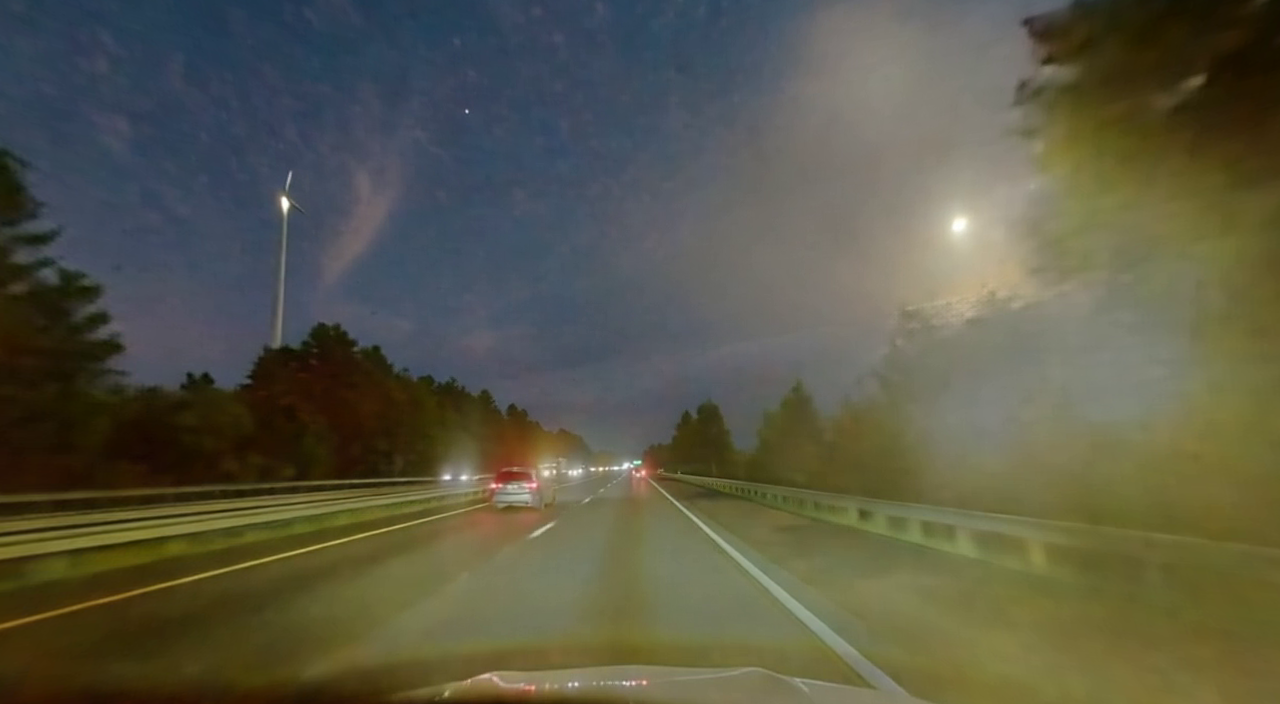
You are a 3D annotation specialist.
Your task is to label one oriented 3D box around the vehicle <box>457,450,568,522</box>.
[{"bbox_3d":[-3.404,3.711,17.775,2.124,1.705,4.440,1,-11,1],"label":"vehicle"}]
